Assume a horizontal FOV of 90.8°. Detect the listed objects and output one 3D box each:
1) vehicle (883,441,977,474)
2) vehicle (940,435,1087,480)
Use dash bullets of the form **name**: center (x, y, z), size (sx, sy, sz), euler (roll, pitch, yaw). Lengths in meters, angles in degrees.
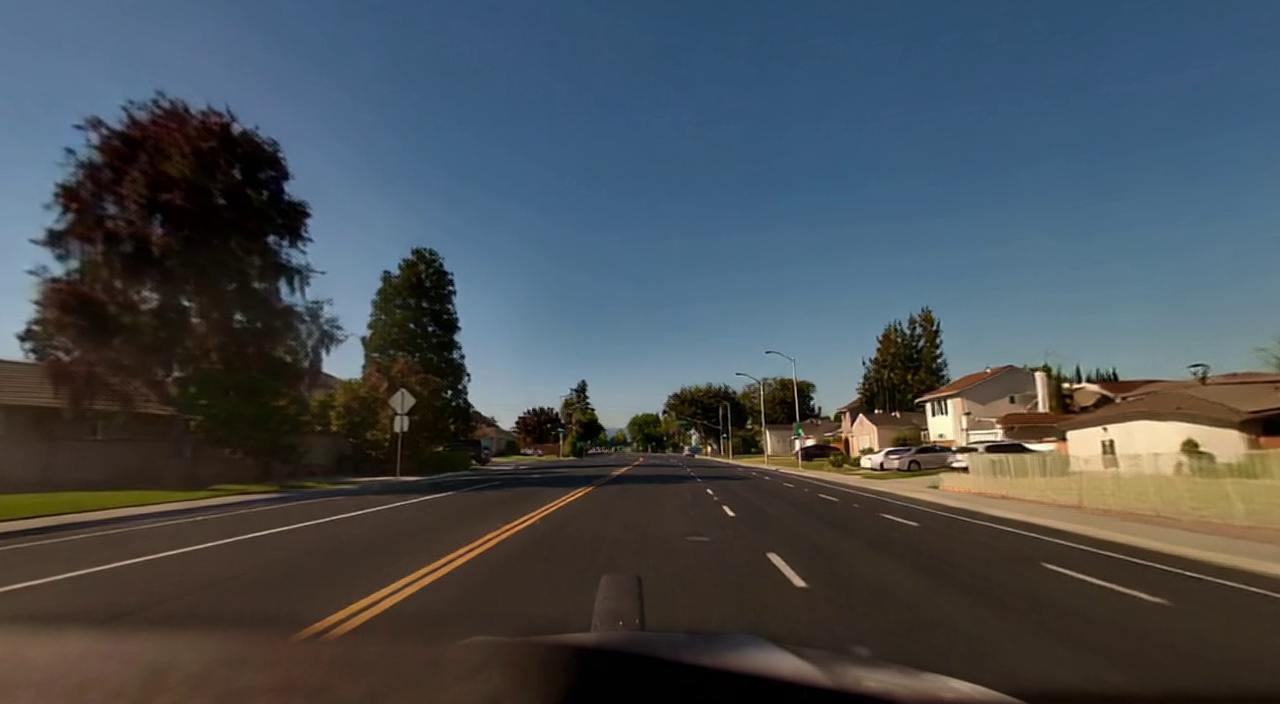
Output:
- **vehicle**: center (16.212, 5.899, 35.430), size (4.234, 1.491, 1.940), euler (-4, -7, 2)
- **vehicle**: center (15.716, 4.469, 26.817), size (4.854, 1.803, 2.179), euler (0, -9, -3)
